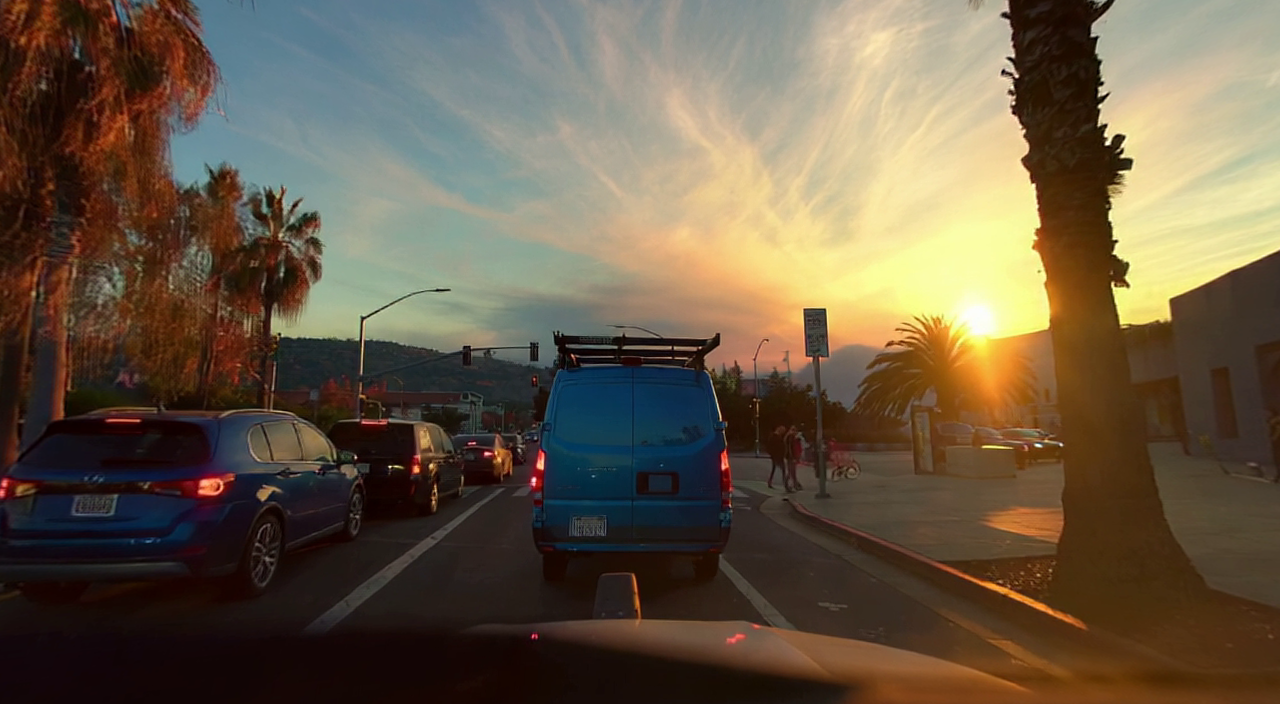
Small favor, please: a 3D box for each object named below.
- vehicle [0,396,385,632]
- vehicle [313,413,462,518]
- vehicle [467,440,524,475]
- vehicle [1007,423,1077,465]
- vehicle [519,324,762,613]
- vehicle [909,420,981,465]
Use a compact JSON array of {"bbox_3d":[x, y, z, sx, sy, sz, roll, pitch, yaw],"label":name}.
[{"bbox_3d":[-4.395,1.461,6.655,1.986,1.643,4.315,1,-9,-6],"label":"vehicle"},{"bbox_3d":[-5.223,2.408,13.878,2.089,1.854,5.022,2,-9,-11],"label":"vehicle"},{"bbox_3d":[-6.853,4.890,29.569,1.818,1.479,4.428,4,-9,-22],"label":"vehicle"},{"bbox_3d":[15.776,3.614,24.719,2.048,1.475,3.972,-6,-10,34],"label":"vehicle"},{"bbox_3d":[-0.213,1.215,7.171,1.902,2.238,4.263,1,-9,-6],"label":"vehicle"},{"bbox_3d":[12.636,3.757,26.043,2.046,1.675,3.924,-6,-10,33],"label":"vehicle"}]
